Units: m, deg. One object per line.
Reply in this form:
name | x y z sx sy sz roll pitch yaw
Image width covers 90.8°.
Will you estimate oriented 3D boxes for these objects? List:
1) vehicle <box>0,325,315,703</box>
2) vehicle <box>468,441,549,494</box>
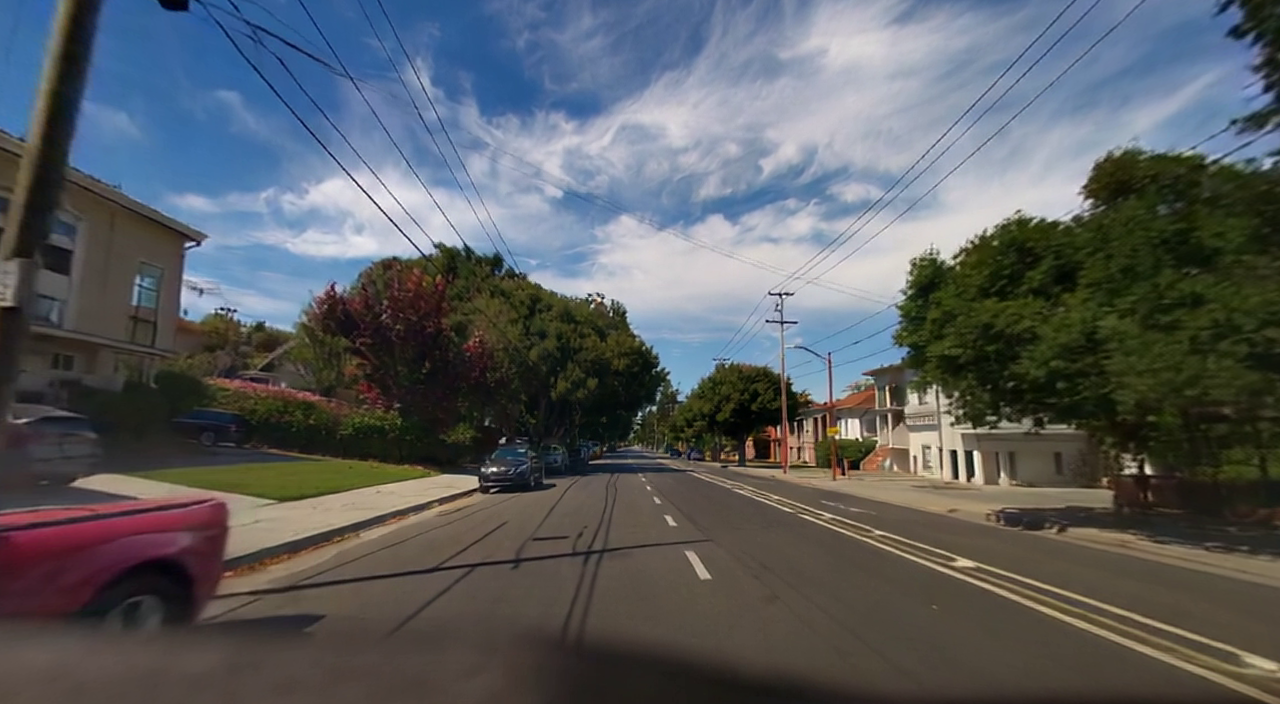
vehicle | -3.538 0.789 1.960 2.127 1.901 5.510 0 -8 0
vehicle | -4.204 3.743 20.980 1.825 1.542 4.715 0 -8 -2
